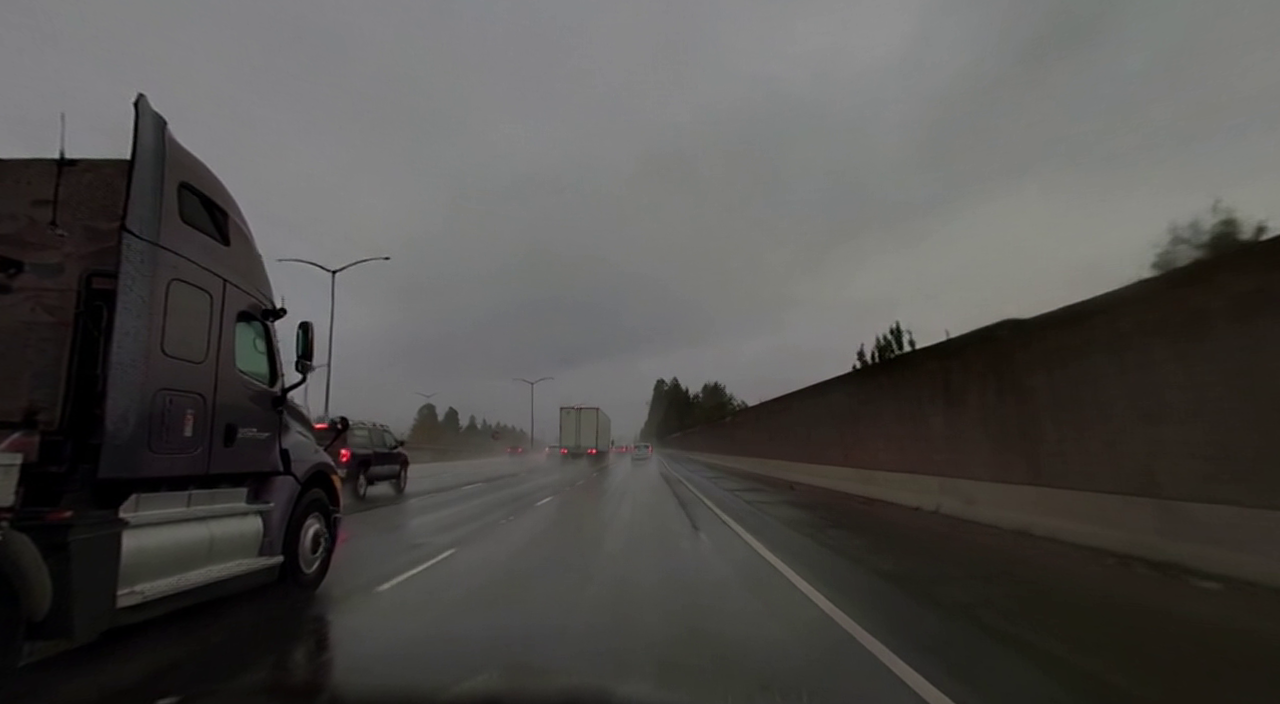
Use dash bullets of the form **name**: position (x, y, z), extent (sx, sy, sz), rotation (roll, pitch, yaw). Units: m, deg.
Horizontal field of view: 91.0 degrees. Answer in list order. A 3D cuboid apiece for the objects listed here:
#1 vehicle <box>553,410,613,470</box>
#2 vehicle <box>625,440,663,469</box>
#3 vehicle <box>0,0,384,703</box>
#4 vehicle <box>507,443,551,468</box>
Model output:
- **vehicle**: position (-3.392, 5.614, 39.926), extent (2.956, 3.331, 9.575), rotation (0, -8, 0)
- **vehicle**: position (0.255, 6.055, 37.394), extent (2.178, 1.640, 4.071), rotation (0, -9, 1)
- **vehicle**: position (-3.653, -0.094, 0.241), extent (3.025, 3.266, 9.256), rotation (0, -9, 1)
- **vehicle**: position (-7.047, 6.609, 40.281), extent (1.962, 1.489, 4.002), rotation (-1, -9, 2)
